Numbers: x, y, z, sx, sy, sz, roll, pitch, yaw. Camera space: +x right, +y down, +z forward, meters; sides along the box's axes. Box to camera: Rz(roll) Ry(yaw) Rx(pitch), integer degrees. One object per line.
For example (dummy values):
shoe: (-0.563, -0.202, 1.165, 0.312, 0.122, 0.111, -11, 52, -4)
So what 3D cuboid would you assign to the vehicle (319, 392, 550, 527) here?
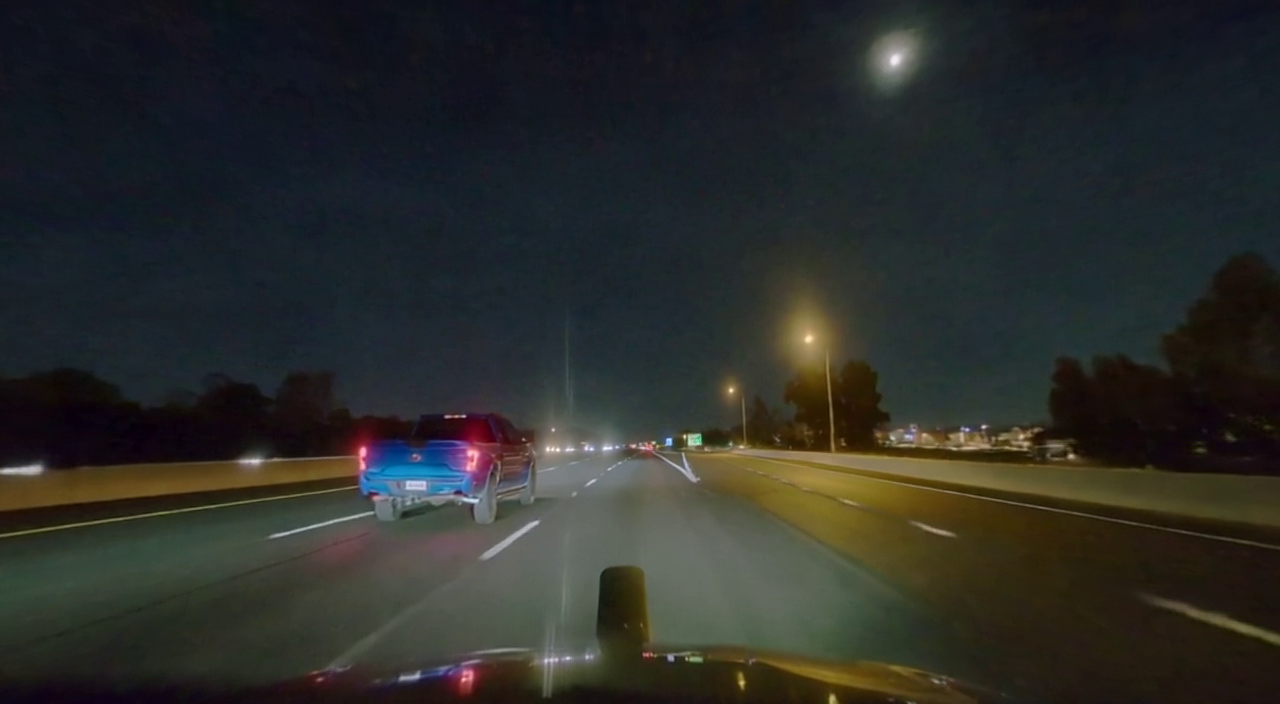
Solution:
vehicle: (-3.615, 2.104, 12.847, 2.601, 2.084, 6.068, 0, -8, 0)
